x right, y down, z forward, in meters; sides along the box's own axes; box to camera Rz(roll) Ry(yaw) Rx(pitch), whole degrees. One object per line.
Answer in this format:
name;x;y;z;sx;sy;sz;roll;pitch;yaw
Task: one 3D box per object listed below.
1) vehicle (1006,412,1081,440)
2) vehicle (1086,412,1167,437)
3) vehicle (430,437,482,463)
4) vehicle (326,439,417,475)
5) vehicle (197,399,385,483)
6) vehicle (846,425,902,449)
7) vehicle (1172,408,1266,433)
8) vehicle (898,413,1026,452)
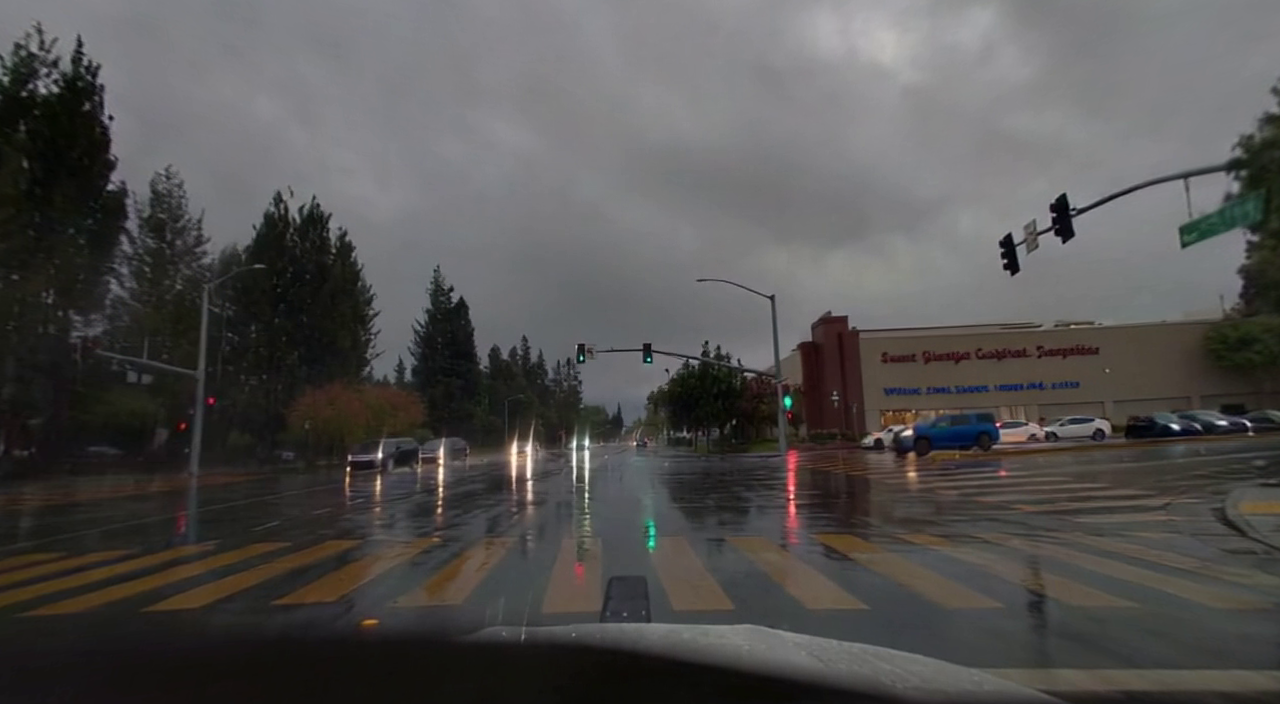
vehicle;26.310;4.880;41.286;2.011;1.656;4.163;0;-8;-3
vehicle;31.382;4.726;40.772;1.823;1.480;4.003;0;-8;-4
vehicle;-12.373;6.633;42.655;2.181;1.653;4.468;0;-8;0
vehicle;-12.034;4.715;28.640;1.996;1.482;4.772;0;-8;0
vehicle;-16.573;4.463;31.452;3.161;3.455;11.058;0;-8;-1
vehicle;17.178;6.260;46.335;3.329;1.415;1.821;-6;-9;2
vehicle;38.394;4.611;41.952;1.715;1.480;4.701;0;-8;-1
vehicle;14.186;3.593;27.943;4.566;1.670;2.000;0;-8;-2
